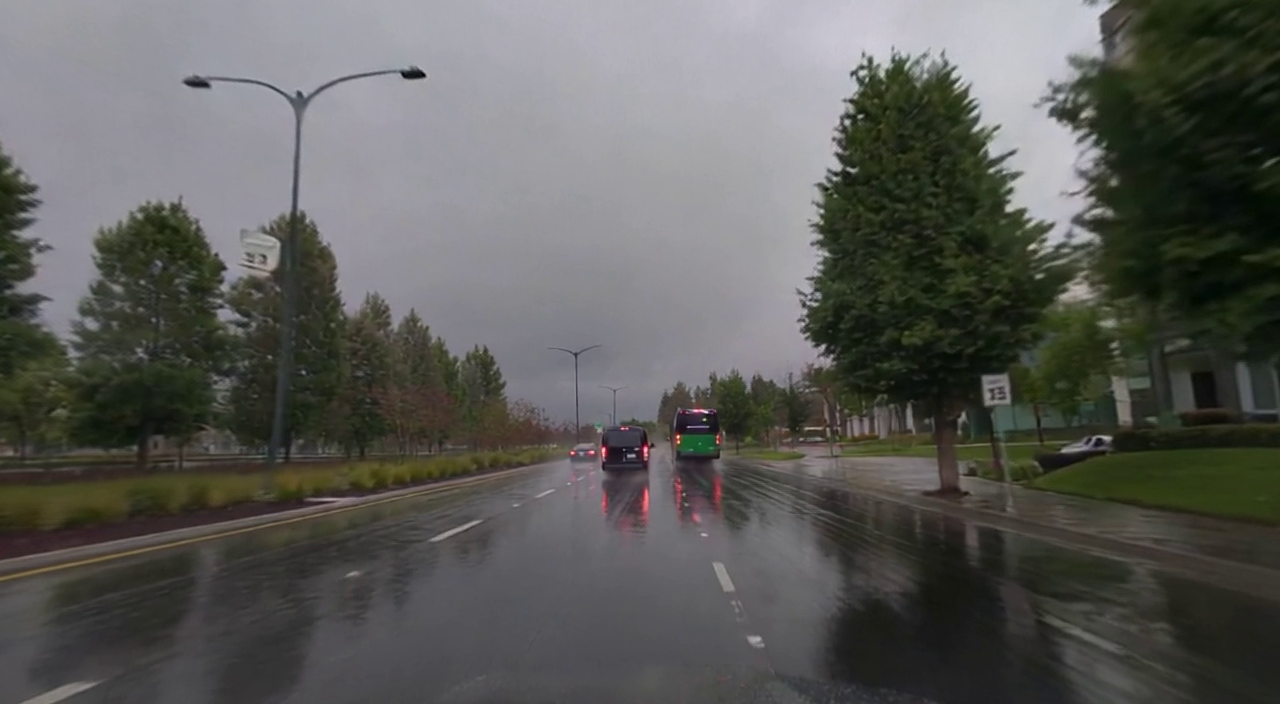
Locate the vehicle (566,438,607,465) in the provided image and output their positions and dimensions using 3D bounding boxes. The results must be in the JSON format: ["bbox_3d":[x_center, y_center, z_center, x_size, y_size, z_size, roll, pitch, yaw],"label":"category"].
[{"bbox_3d":[-3.389,6.451,41.029,2.109,1.672,4.256,-1,-8,3],"label":"vehicle"}]

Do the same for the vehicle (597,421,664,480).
[{"bbox_3d":[-0.259,3.978,25.708,2.336,2.122,5.207,-1,-8,3],"label":"vehicle"}]
